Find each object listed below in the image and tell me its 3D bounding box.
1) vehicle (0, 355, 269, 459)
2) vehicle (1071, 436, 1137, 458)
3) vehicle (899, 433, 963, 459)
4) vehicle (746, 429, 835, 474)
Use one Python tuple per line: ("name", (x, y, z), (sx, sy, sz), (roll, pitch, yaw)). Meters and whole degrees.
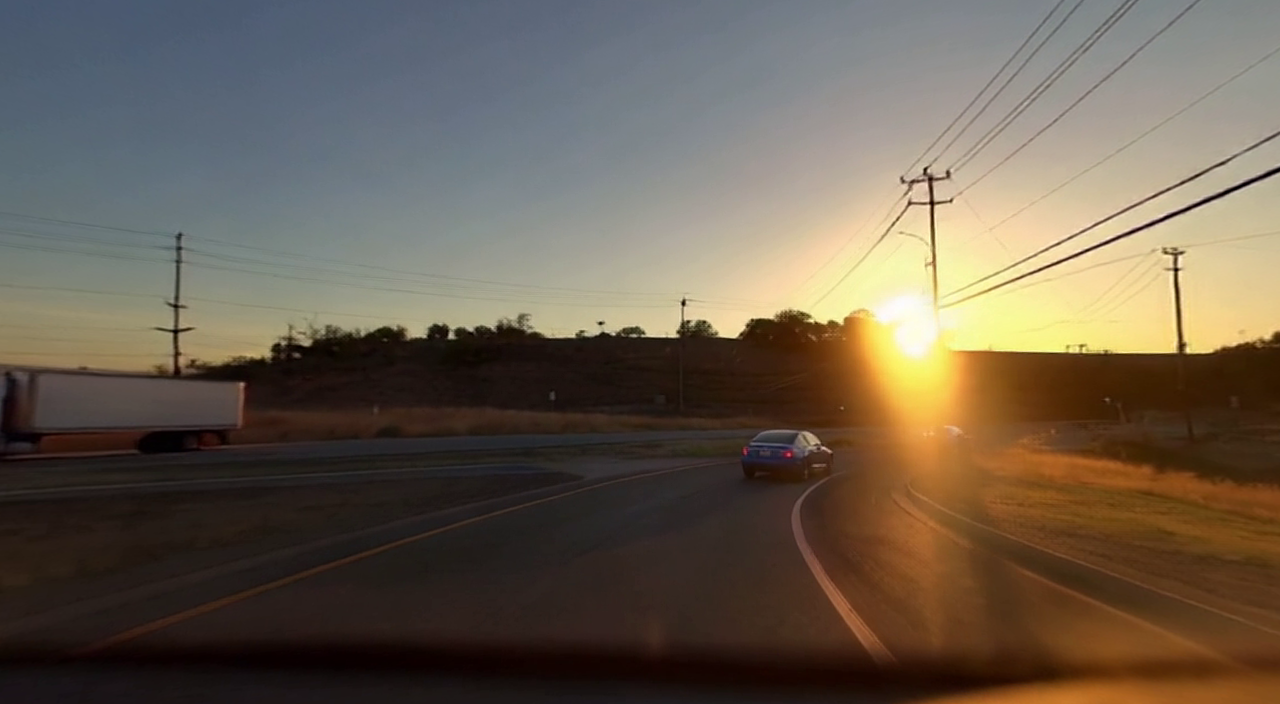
("vehicle", (-22.614, 2.695, 28.570), (2.808, 3.992, 9.356), (-8, -11, 44))
("vehicle", (34.667, 7.095, 47.099), (4.102, 1.552, 1.931), (3, -9, -21))
("vehicle", (17.672, 5.669, 38.252), (4.307, 1.465, 1.836), (7, -11, -41))
("vehicle", (5.427, 3.494, 22.372), (2.026, 1.407, 4.374), (-4, -9, 27))
